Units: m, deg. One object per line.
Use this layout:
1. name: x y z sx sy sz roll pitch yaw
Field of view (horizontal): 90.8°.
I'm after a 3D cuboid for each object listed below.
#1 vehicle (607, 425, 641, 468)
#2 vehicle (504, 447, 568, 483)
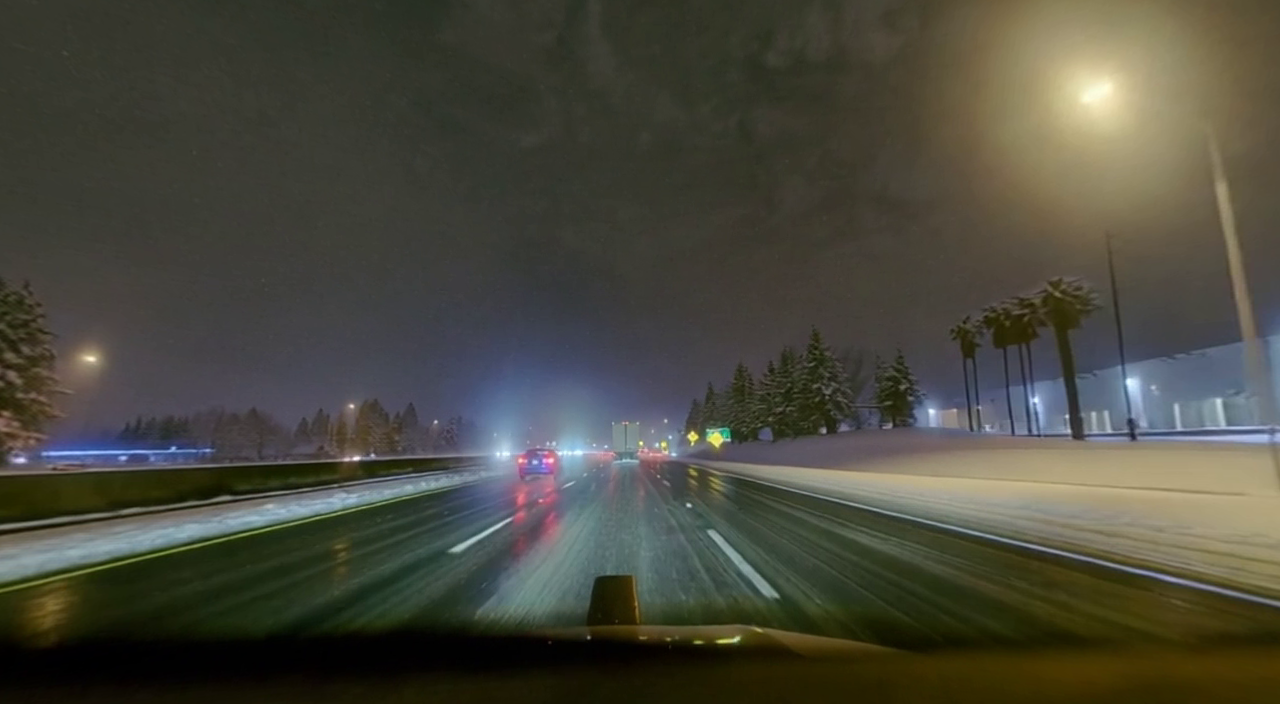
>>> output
1. vehicle: -1.239 7.085 47.250 2.364 2.953 6.495 0 -8 -2
2. vehicle: -4.411 4.855 27.486 2.097 1.447 4.291 0 -8 -1
